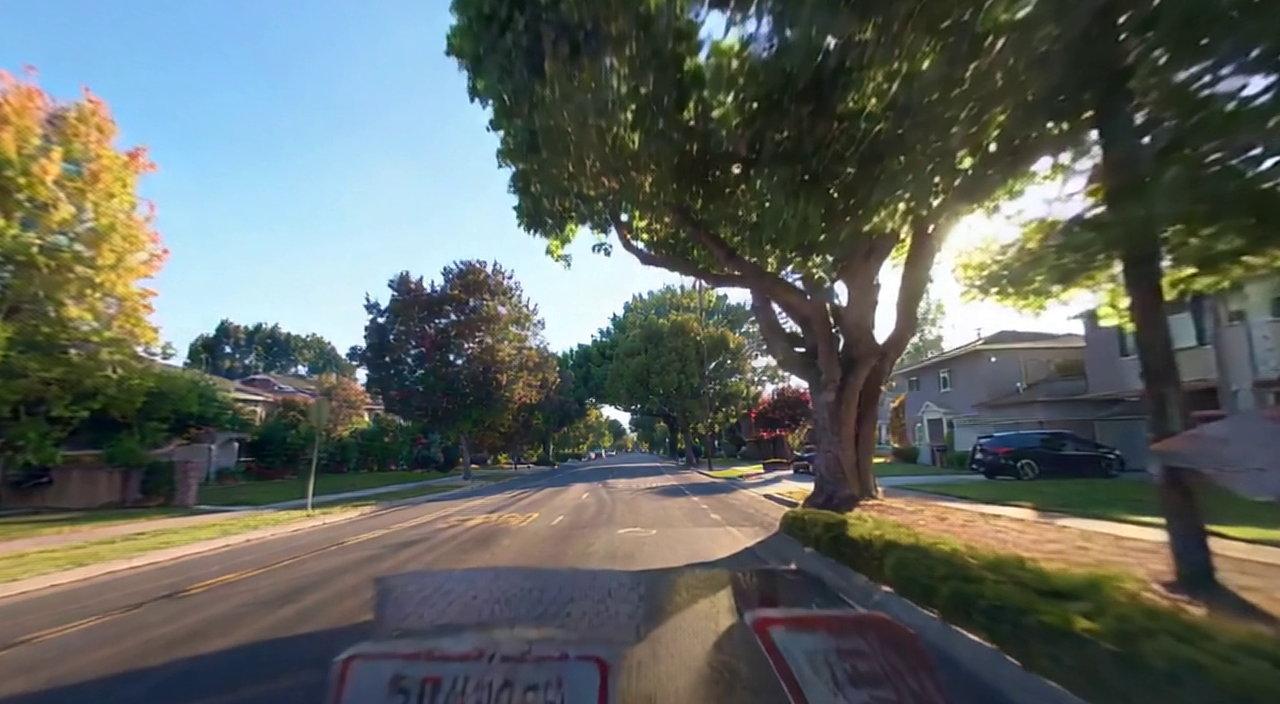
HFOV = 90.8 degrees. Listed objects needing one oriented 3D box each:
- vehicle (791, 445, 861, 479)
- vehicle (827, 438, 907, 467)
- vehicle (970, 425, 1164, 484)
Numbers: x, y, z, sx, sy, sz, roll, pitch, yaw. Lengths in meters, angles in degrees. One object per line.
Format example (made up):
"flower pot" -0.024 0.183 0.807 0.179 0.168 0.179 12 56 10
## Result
"vehicle" 8.752 5.188 30.154 1.811 1.491 4.407 0 -9 -2
"vehicle" 14.790 6.605 41.320 4.376 1.488 1.962 -4 -10 0
"vehicle" 15.248 3.693 22.868 5.188 1.955 2.444 -1 -9 1
